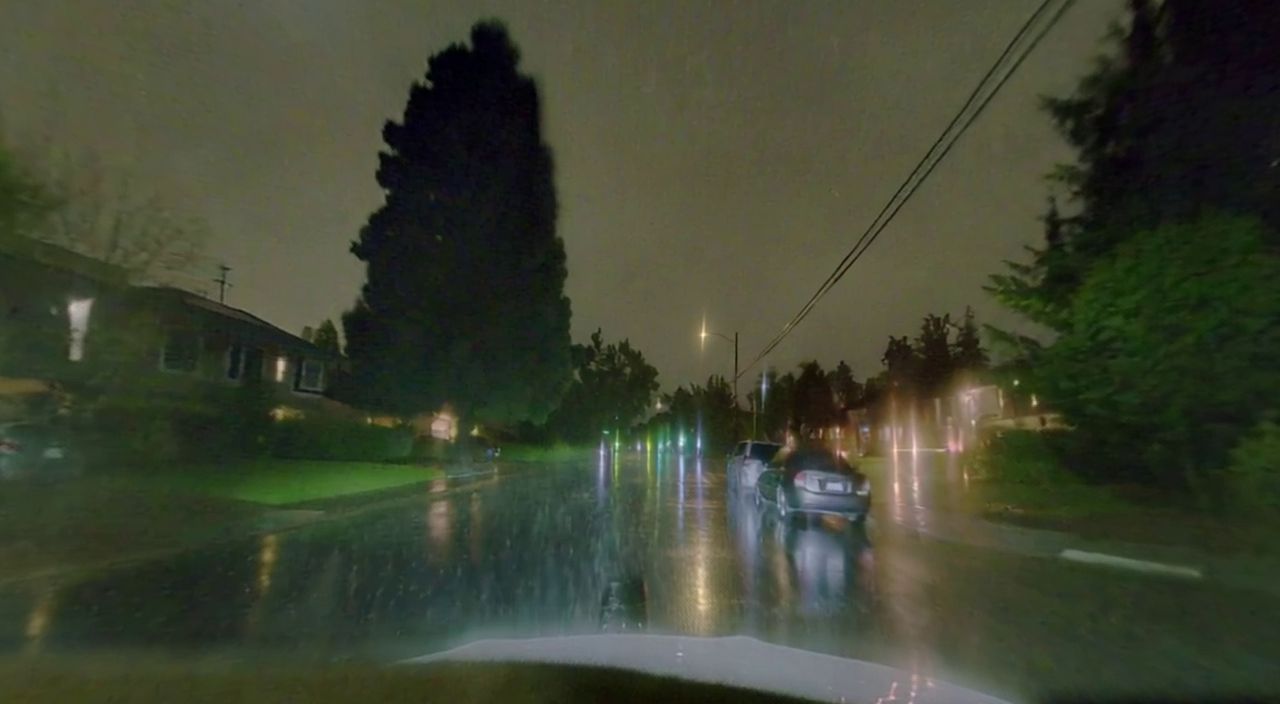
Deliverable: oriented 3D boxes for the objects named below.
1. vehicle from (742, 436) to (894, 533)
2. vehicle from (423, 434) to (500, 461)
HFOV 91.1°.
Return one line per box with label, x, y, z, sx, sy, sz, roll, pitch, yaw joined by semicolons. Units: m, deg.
vehicle;3.381;2.580;12.880;1.976;1.552;4.442;2;-8;2
vehicle;-12.814;6.899;45.358;4.928;1.844;2.163;0;-9;-1
